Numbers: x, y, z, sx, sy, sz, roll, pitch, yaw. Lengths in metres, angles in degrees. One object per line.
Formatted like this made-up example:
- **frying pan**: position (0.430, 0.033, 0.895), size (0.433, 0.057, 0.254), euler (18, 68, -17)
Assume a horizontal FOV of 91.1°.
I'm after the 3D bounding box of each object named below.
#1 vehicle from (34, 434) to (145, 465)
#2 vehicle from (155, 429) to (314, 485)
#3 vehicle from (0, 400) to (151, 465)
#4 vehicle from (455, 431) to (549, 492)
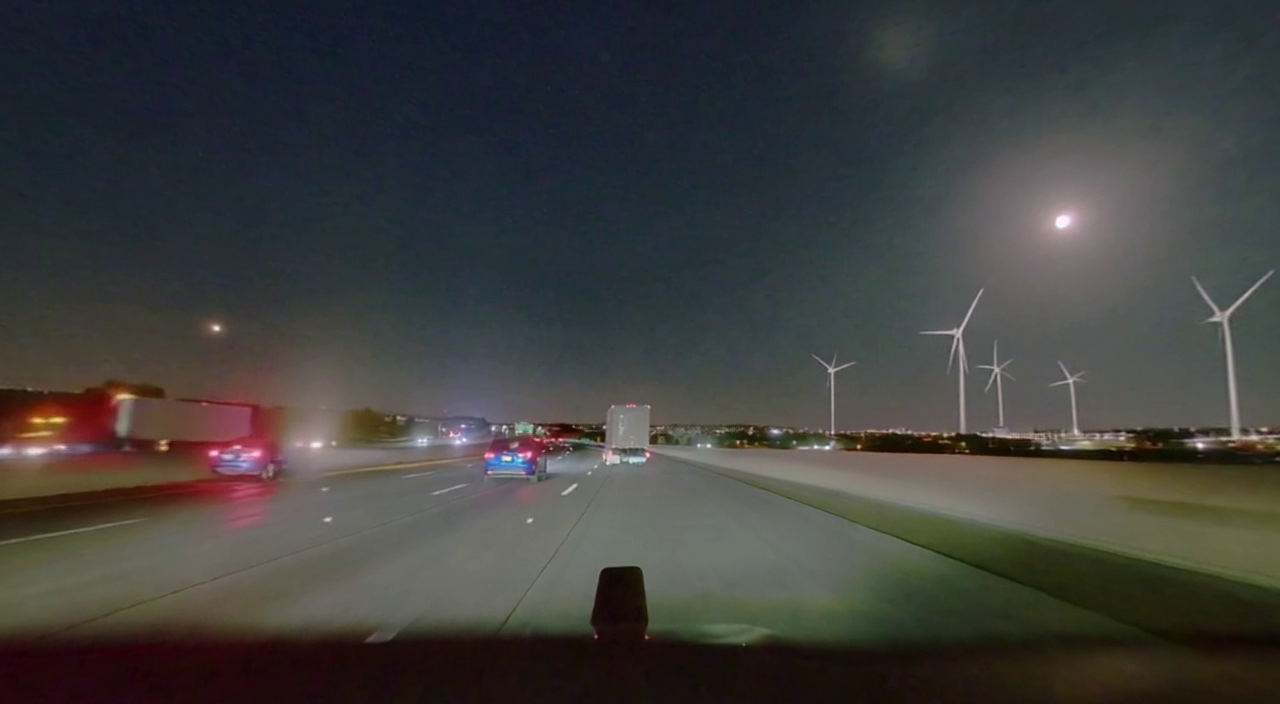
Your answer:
- **vehicle**: position (-29.437, 5.245, 33.808), size (1.949, 1.537, 4.581), euler (0, -8, -2)
- **vehicle**: position (-14.945, 3.910, 23.708), size (2.285, 1.835, 5.672), euler (0, -8, -1)
- **vehicle**: position (-37.781, 5.508, 42.497), size (3.004, 3.920, 8.026), euler (0, -8, -3)
- **vehicle**: position (-4.142, 3.332, 19.507), size (2.109, 1.684, 3.783), euler (0, -8, -1)
